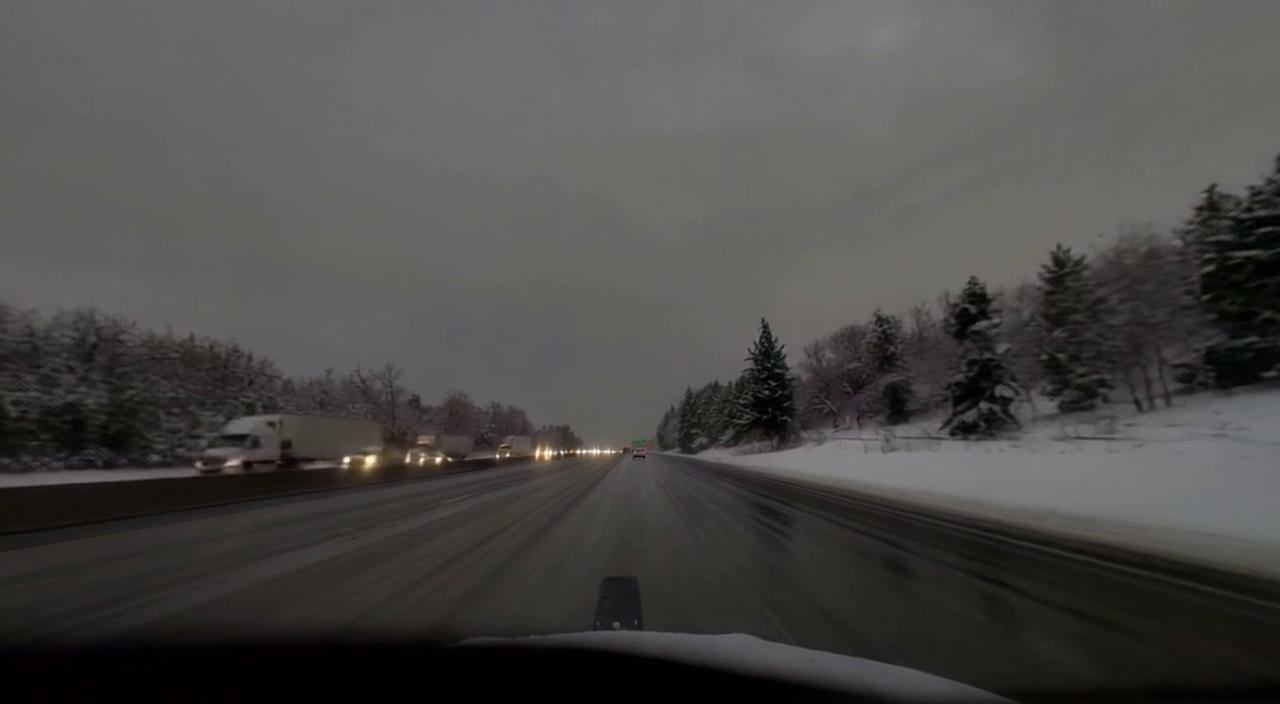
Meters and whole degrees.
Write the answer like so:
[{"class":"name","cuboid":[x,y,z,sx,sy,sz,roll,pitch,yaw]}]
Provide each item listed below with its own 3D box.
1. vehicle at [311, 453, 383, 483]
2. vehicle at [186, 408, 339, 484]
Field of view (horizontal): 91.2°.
[{"class":"vehicle","cuboid":[-15.808,6.233,34.061,1.845,1.481,4.396,0,-9,-1]},{"class":"vehicle","cuboid":[-22.921,5.894,39.140,3.011,4.011,10.543,0,-9,-1]}]
